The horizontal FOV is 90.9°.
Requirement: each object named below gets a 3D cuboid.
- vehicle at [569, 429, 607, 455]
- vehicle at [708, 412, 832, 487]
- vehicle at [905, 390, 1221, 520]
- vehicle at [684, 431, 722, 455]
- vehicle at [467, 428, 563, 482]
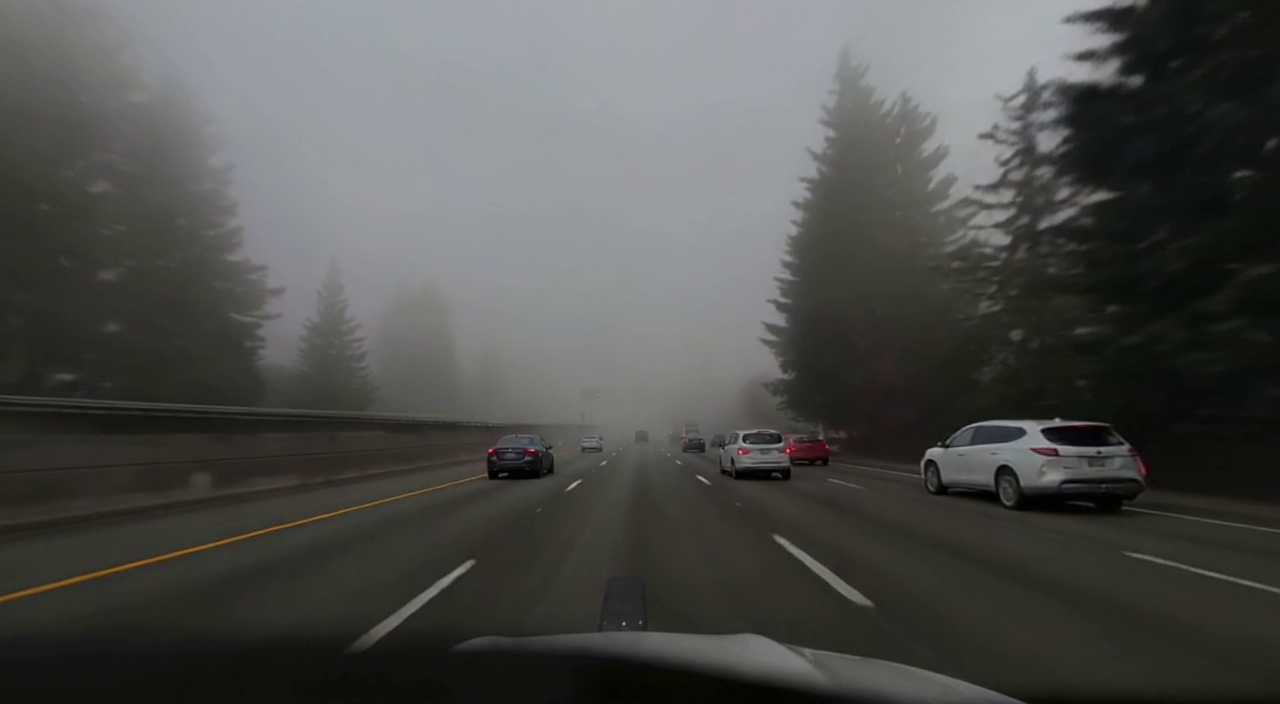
[{"bbox_3d":[-3.361,5.877,41.240,2.020,1.628,4.248,0,-8,1],"label":"vehicle"},{"bbox_3d":[3.690,2.949,19.293,2.517,1.935,5.552,0,-8,-1],"label":"vehicle"},{"bbox_3d":[7.618,1.958,12.458,2.291,1.968,5.662,0,-8,0],"label":"vehicle"},{"bbox_3d":[4.036,5.921,40.926,1.953,1.480,4.053,0,-8,-1],"label":"vehicle"},{"bbox_3d":[-3.646,3.082,19.171,1.978,1.473,4.073,0,-8,1],"label":"vehicle"}]
